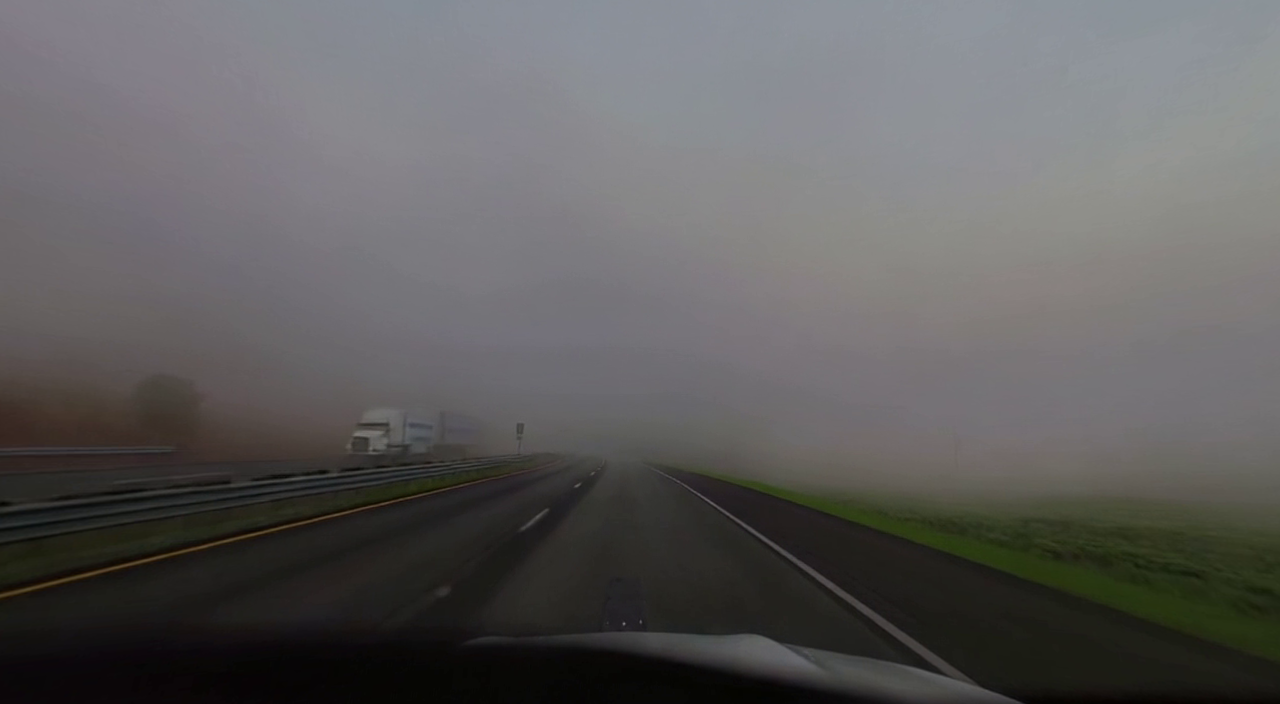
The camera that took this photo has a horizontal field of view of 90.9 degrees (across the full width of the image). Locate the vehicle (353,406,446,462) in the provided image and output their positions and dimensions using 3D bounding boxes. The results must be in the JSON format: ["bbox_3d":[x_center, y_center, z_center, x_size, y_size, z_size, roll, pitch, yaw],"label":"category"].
[{"bbox_3d":[-17.081,6.081,45.723,2.903,3.554,10.284,0,-9,-1],"label":"vehicle"}]
